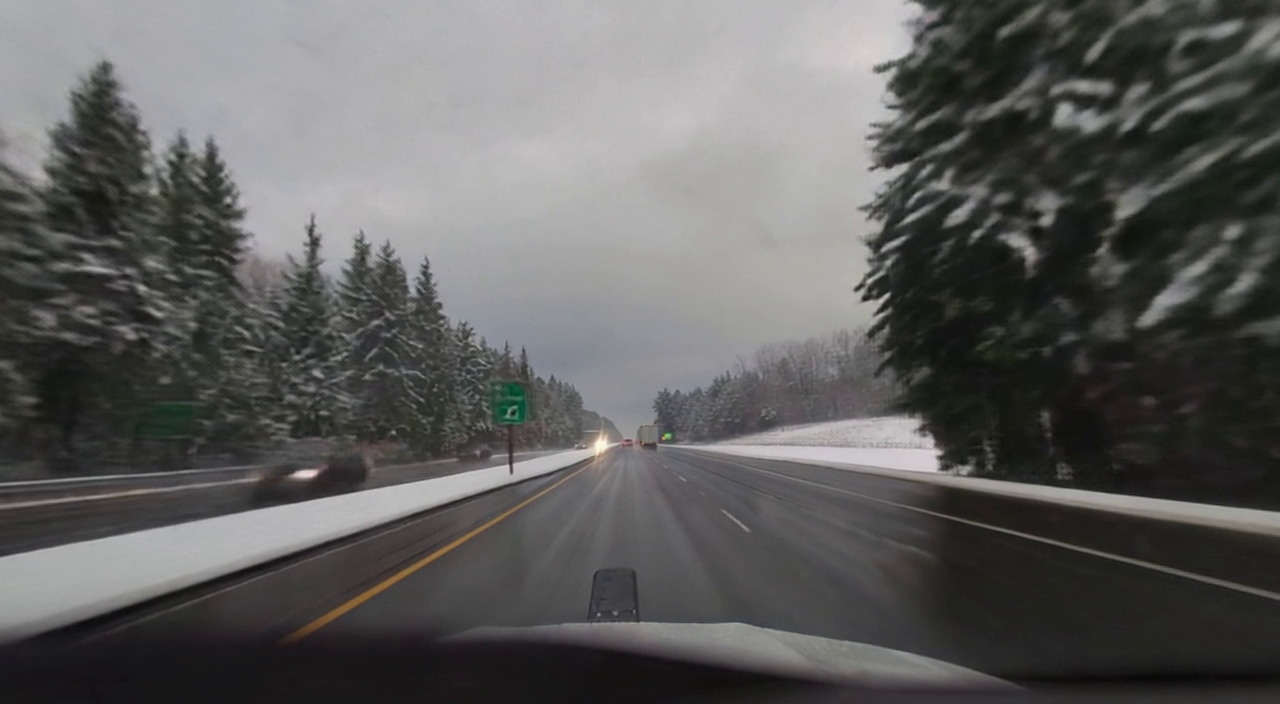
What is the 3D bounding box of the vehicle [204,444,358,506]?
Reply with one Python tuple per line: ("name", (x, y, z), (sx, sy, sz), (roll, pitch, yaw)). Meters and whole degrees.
("vehicle", (-9.634, 3.279, 17.361), (1.812, 1.460, 4.228), (0, -8, -1))
